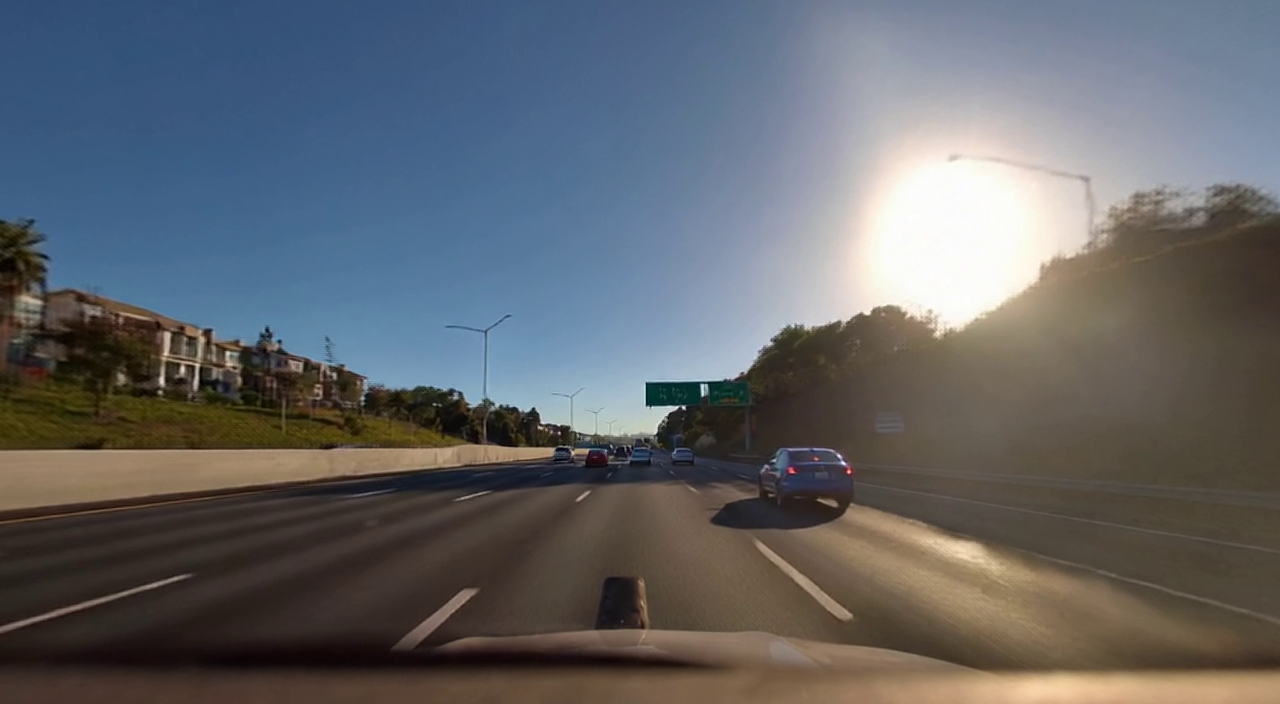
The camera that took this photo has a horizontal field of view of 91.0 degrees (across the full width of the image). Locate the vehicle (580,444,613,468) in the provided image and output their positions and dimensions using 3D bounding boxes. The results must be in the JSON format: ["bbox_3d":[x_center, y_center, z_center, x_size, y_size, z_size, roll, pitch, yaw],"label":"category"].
[{"bbox_3d":[-3.203,7.731,47.096,2.091,1.664,4.157,0,-9,1],"label":"vehicle"}]

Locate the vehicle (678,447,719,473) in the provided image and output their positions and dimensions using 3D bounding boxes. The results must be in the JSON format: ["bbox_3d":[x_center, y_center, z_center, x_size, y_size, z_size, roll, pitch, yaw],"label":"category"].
[{"bbox_3d":[3.515,6.549,38.439,2.036,1.517,4.256,0,-9,-1],"label":"vehicle"}]

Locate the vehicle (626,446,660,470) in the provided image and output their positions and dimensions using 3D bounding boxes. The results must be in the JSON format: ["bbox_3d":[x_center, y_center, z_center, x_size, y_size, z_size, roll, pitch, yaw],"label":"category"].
[{"bbox_3d":[0.182,7.070,42.176,2.166,1.496,4.158,0,-9,0],"label":"vehicle"}]

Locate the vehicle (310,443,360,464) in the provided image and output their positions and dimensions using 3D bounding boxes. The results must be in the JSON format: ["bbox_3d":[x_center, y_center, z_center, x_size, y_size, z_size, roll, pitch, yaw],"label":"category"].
[{"bbox_3d":[-22.999,7.669,47.608,1.734,1.524,3.833,0,-9,2],"label":"vehicle"}]

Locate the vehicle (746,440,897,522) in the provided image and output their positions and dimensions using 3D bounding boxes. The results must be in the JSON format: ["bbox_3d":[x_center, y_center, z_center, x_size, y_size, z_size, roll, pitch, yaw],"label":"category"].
[{"bbox_3d":[3.816,2.779,14.205,2.077,1.527,4.553,0,-9,0],"label":"vehicle"}]
